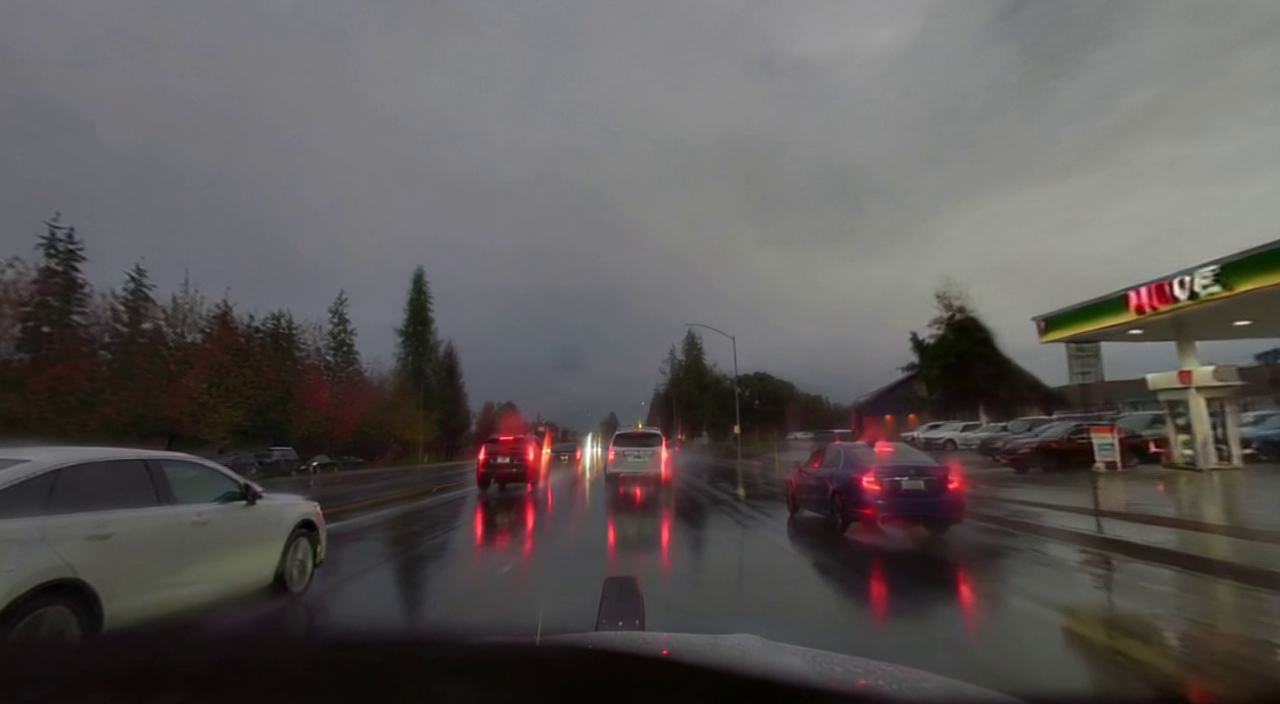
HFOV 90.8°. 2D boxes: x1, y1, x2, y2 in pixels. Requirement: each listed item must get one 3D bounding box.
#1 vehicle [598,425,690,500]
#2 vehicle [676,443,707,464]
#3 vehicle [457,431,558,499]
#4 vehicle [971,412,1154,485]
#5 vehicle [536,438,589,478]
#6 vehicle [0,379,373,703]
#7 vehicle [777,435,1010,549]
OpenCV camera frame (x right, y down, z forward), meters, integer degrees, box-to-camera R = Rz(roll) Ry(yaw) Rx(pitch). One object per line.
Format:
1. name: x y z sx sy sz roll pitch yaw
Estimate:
1. vehicle: 0.071 3.036 17.740 2.279 1.803 4.254 0 -8 -1
2. vehicle: 3.758 7.499 46.809 1.926 1.522 3.852 0 -8 -1
3. vehicle: -3.639 3.175 18.162 1.932 1.695 4.150 0 -8 1
4. vehicle: 11.631 2.724 17.896 1.918 1.765 4.668 0 -8 0
5. vehicle: -3.449 4.780 28.809 1.871 1.673 3.920 0 -8 0
6. vehicle: -3.566 1.137 4.132 1.864 1.574 4.031 0 -8 0
7. vehicle: 3.826 2.169 10.598 1.888 1.456 4.589 0 -8 -2
